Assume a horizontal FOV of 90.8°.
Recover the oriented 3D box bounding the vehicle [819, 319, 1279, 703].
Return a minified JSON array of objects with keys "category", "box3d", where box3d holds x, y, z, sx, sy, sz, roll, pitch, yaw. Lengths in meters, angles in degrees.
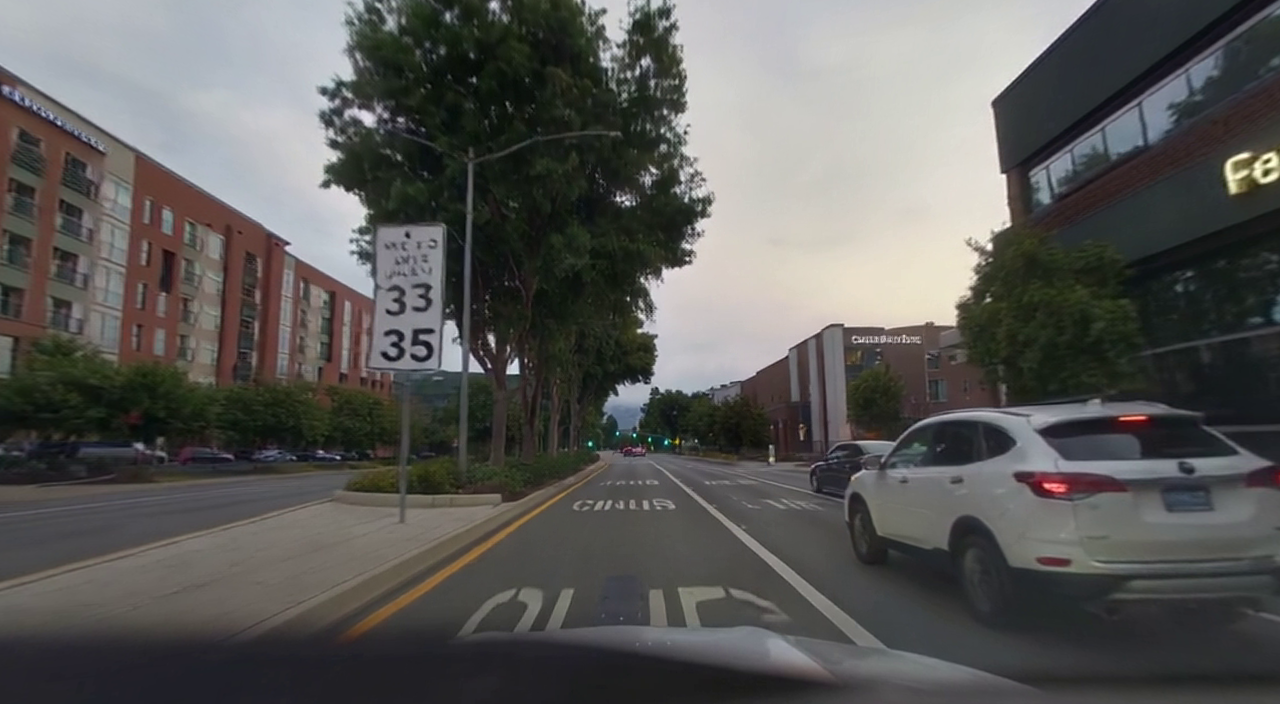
[{"category":"vehicle","box3d":[3.695,1.181,5.750,2.505,1.971,5.162,0,-8,-1]}]
